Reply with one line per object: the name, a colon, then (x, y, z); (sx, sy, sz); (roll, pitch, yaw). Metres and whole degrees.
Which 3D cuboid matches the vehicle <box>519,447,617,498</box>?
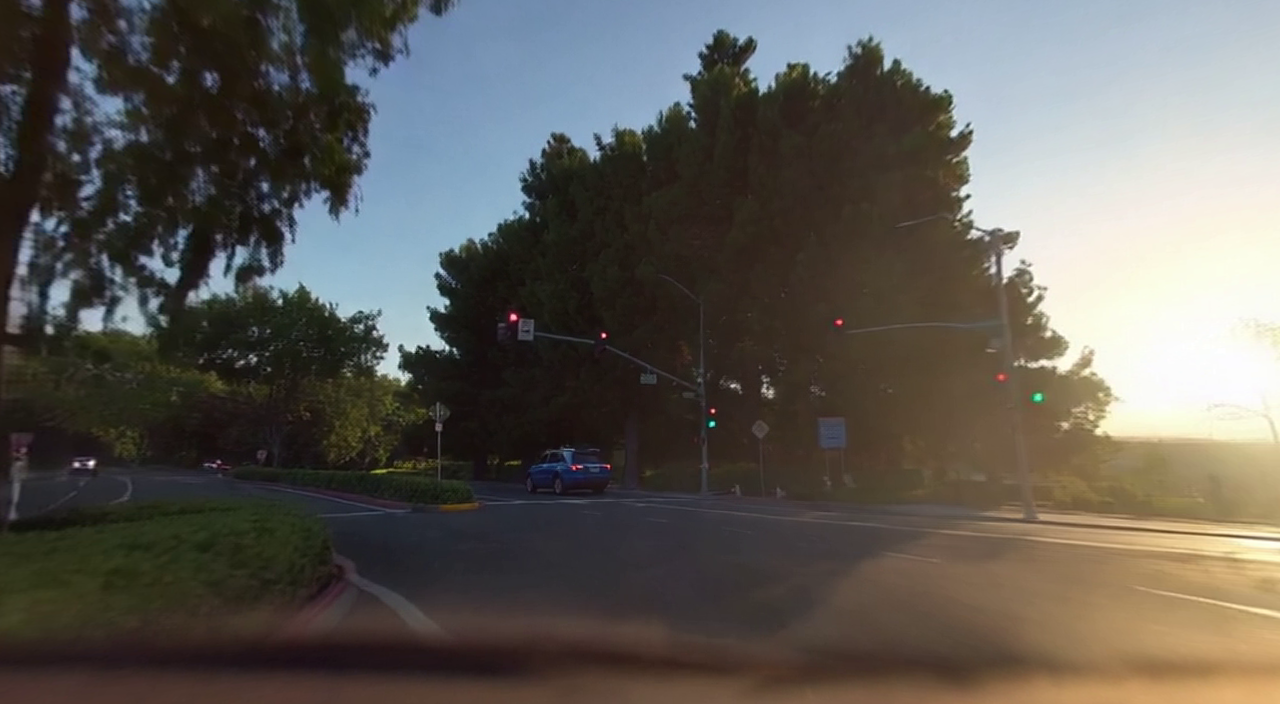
vehicle: (-3.060, 4.809, 25.698); (2.284, 1.788, 4.871); (4, -10, -28)
